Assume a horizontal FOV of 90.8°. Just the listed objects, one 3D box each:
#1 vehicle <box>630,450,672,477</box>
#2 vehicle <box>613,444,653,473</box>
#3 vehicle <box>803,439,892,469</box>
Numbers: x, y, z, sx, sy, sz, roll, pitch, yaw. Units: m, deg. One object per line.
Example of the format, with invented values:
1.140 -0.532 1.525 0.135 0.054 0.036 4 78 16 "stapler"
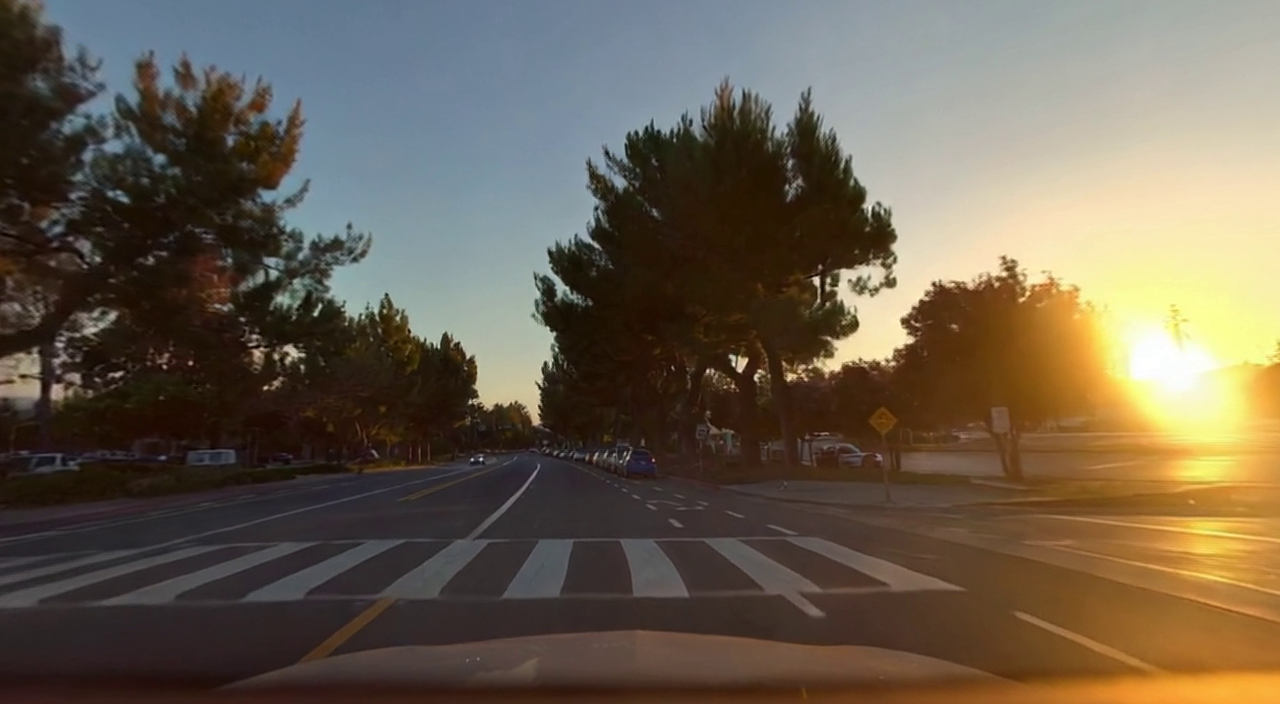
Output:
0.620 6.739 38.348 1.866 1.492 4.093 1 -9 -9 "vehicle"
-0.575 7.524 44.890 2.143 1.867 5.373 1 -9 -8 "vehicle"
11.259 5.555 34.442 4.201 1.546 1.749 1 -9 -6 "vehicle"
